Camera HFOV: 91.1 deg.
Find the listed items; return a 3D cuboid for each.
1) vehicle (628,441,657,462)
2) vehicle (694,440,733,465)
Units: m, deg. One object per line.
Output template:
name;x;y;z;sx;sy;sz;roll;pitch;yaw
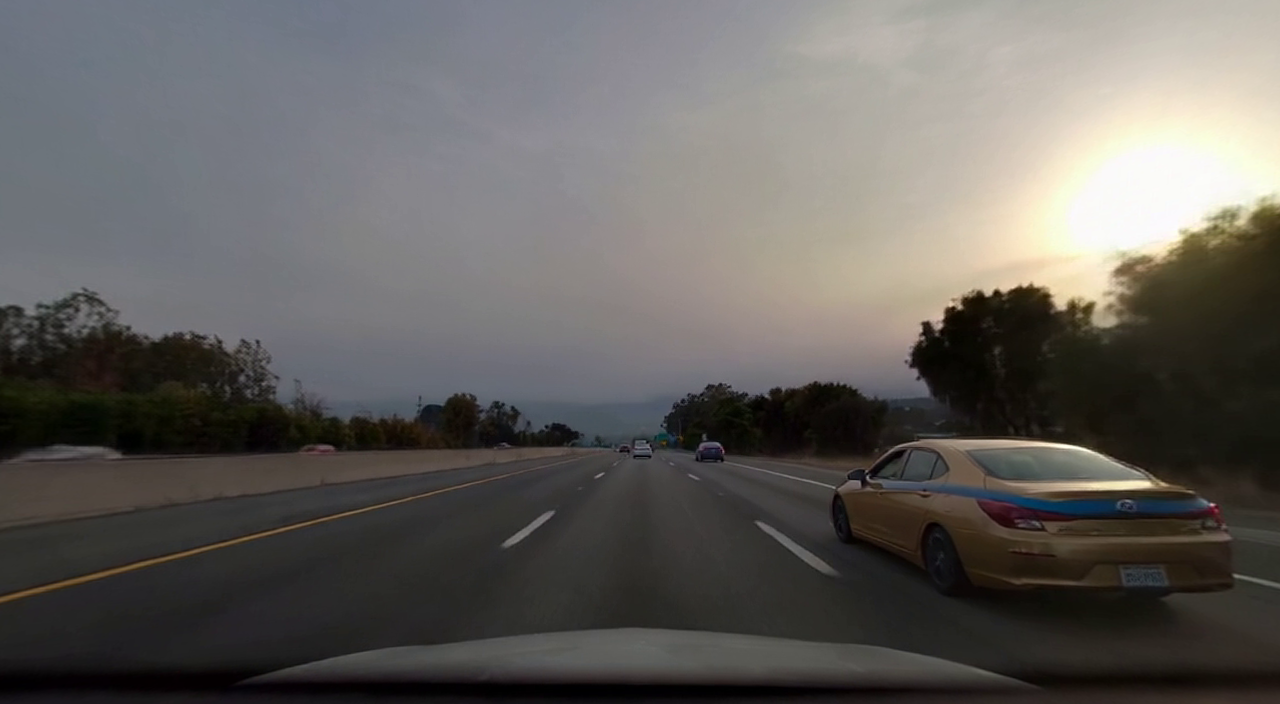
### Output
vehicle;0.180;7.410;46.955;2.052;1.449;3.857;0;-8;0
vehicle;4.740;6.560;41.139;2.008;1.524;4.598;0;-8;-1
